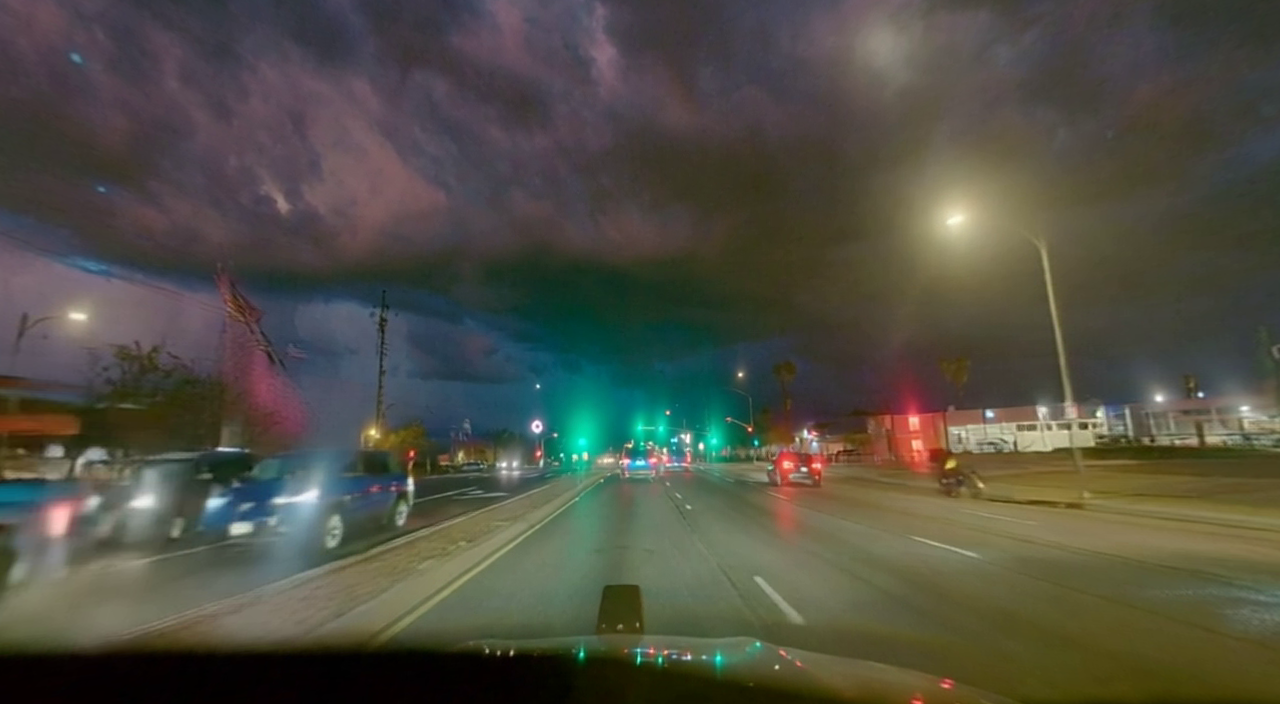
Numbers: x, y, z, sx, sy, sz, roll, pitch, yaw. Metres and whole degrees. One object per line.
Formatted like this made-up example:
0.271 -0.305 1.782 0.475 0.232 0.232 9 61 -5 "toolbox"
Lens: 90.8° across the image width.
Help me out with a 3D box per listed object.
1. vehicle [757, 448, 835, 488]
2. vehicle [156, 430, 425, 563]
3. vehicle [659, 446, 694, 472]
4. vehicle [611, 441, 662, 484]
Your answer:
6.204 4.639 25.699 1.944 1.447 4.309 0 -9 -2 "vehicle"
-5.361 2.238 10.572 2.016 1.711 4.387 0 -9 -1 "vehicle"
2.543 7.540 44.752 2.112 1.710 4.234 0 -9 -2 "vehicle"
-0.176 4.948 28.574 2.151 1.787 4.109 0 -9 -1 "vehicle"
